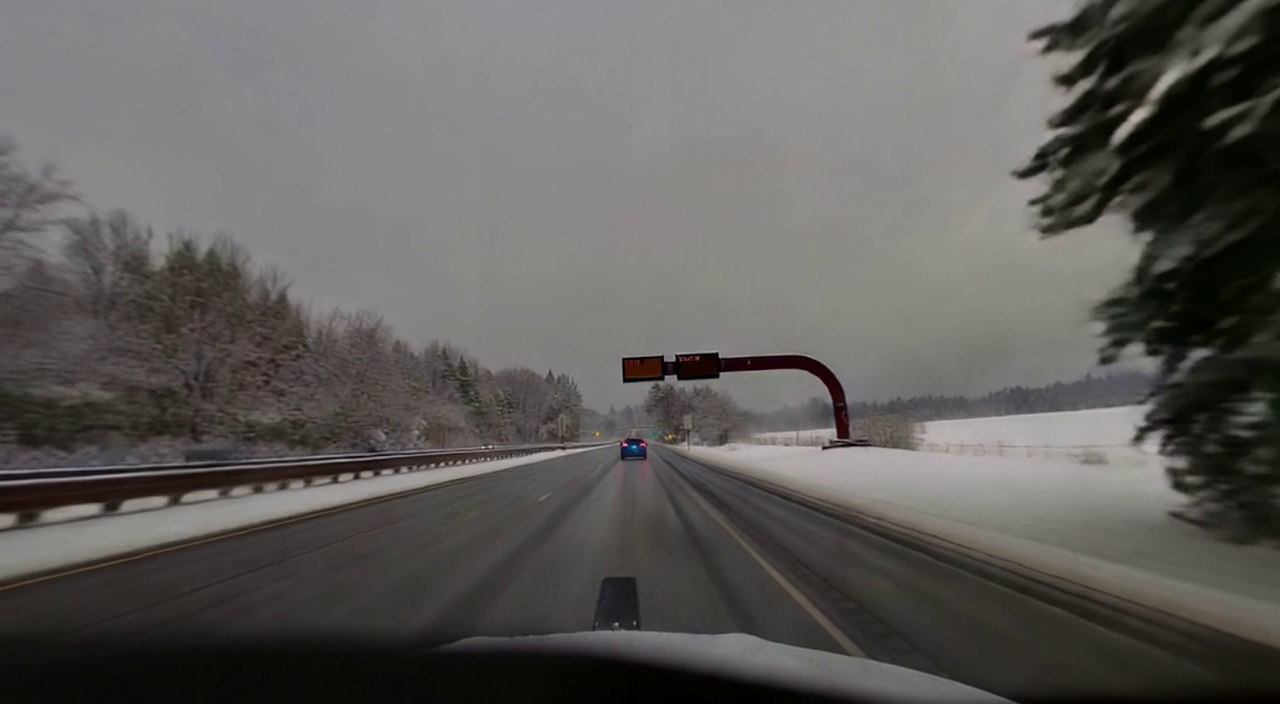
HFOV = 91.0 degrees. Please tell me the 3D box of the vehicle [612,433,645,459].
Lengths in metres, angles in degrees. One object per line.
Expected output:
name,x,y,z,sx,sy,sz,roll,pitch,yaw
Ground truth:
vehicle,-0.805,6.543,43.828,2.180,1.717,4.139,0,-8,-1
